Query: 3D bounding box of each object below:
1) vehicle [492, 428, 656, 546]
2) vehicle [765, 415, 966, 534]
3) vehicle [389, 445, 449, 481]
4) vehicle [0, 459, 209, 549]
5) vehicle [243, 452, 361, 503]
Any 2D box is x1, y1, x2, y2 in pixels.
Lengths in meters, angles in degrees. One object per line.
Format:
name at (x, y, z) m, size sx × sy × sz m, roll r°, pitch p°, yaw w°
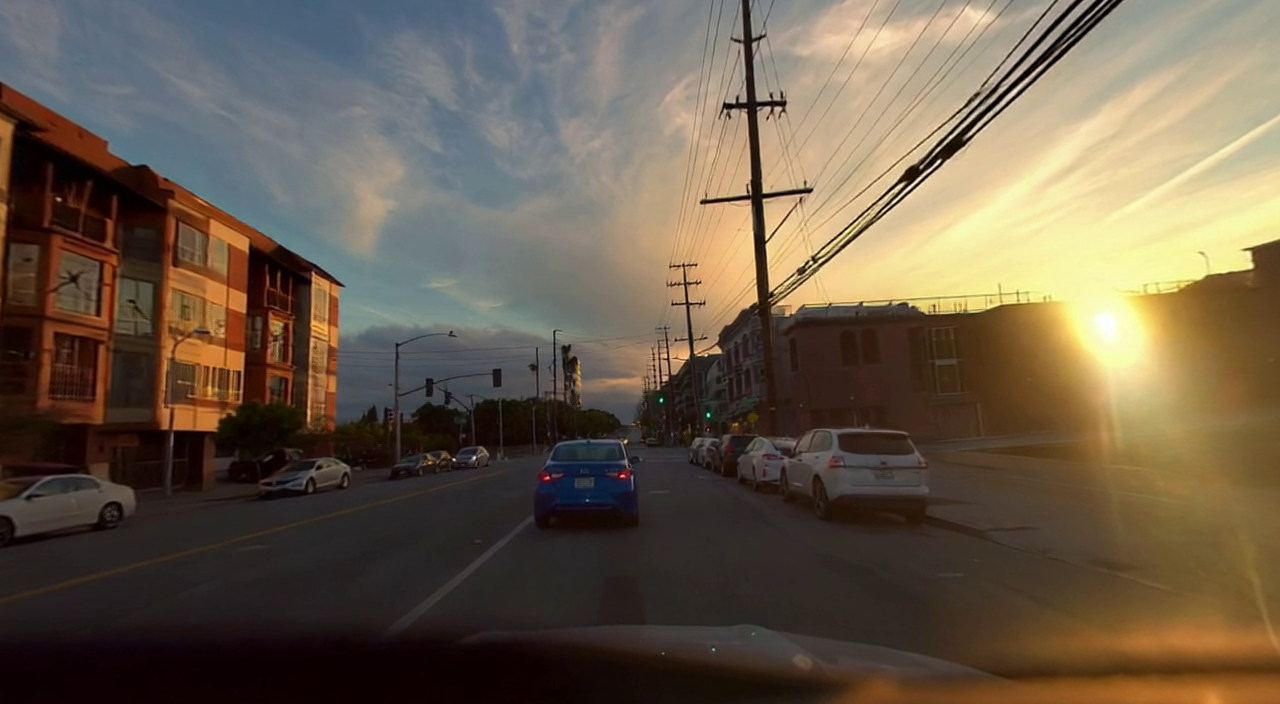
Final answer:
vehicle at (-0.835, 2.019, 10.178) m, size 2.019 × 1.453 × 4.603 m, roll 0°, pitch -8°, yaw -1°
vehicle at (3.735, 2.113, 11.474) m, size 1.967 × 1.721 × 4.410 m, roll 0°, pitch -8°, yaw -1°
vehicle at (-12.068, 6.036, 34.747) m, size 2.011 × 1.687 × 4.079 m, roll -4°, pitch -8°, yaw -2°
vehicle at (-11.965, 3.181, 13.821) m, size 1.850 × 1.487 × 4.711 m, roll -3°, pitch -8°, yaw -1°
vehicle at (-12.018, 4.441, 22.834) m, size 1.868 × 1.491 × 4.367 m, roll -4°, pitch -9°, yaw 0°
